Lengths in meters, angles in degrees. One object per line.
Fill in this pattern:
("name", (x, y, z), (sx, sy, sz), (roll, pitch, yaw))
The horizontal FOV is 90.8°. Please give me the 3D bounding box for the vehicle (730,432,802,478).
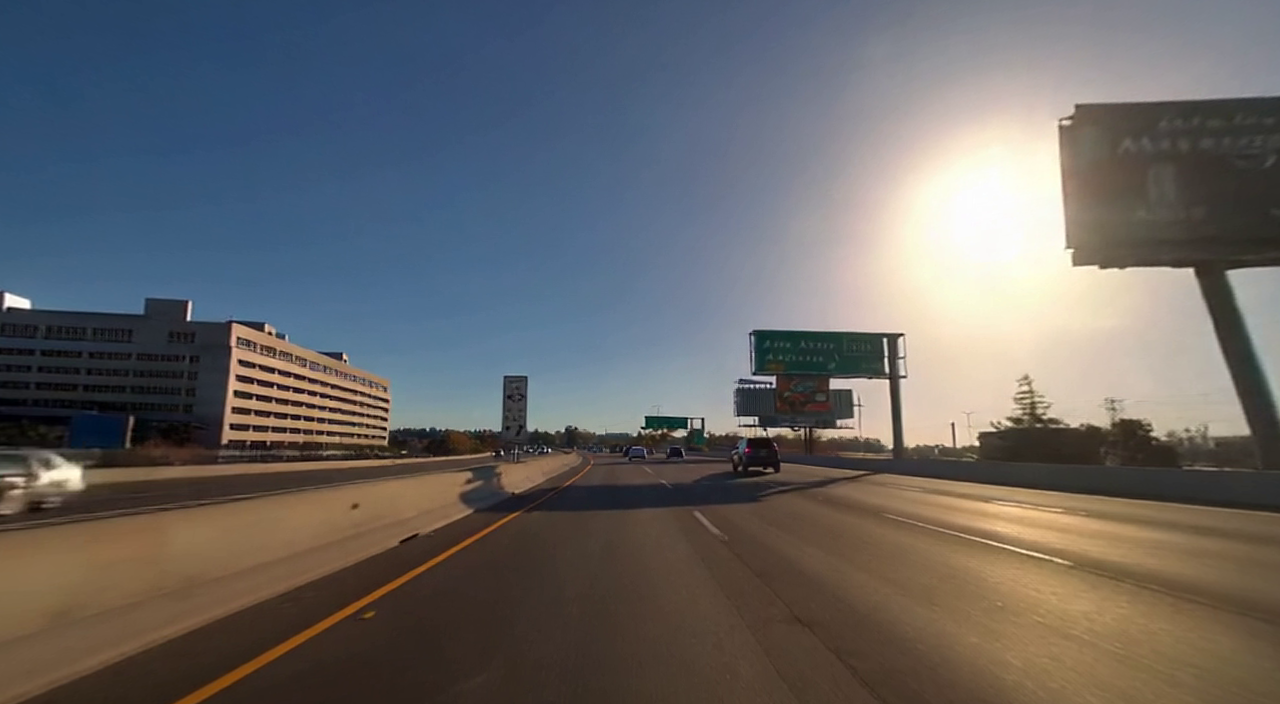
("vehicle", (5.775, 4.803, 29.762), (2.181, 1.952, 4.973), (0, -9, -2))
